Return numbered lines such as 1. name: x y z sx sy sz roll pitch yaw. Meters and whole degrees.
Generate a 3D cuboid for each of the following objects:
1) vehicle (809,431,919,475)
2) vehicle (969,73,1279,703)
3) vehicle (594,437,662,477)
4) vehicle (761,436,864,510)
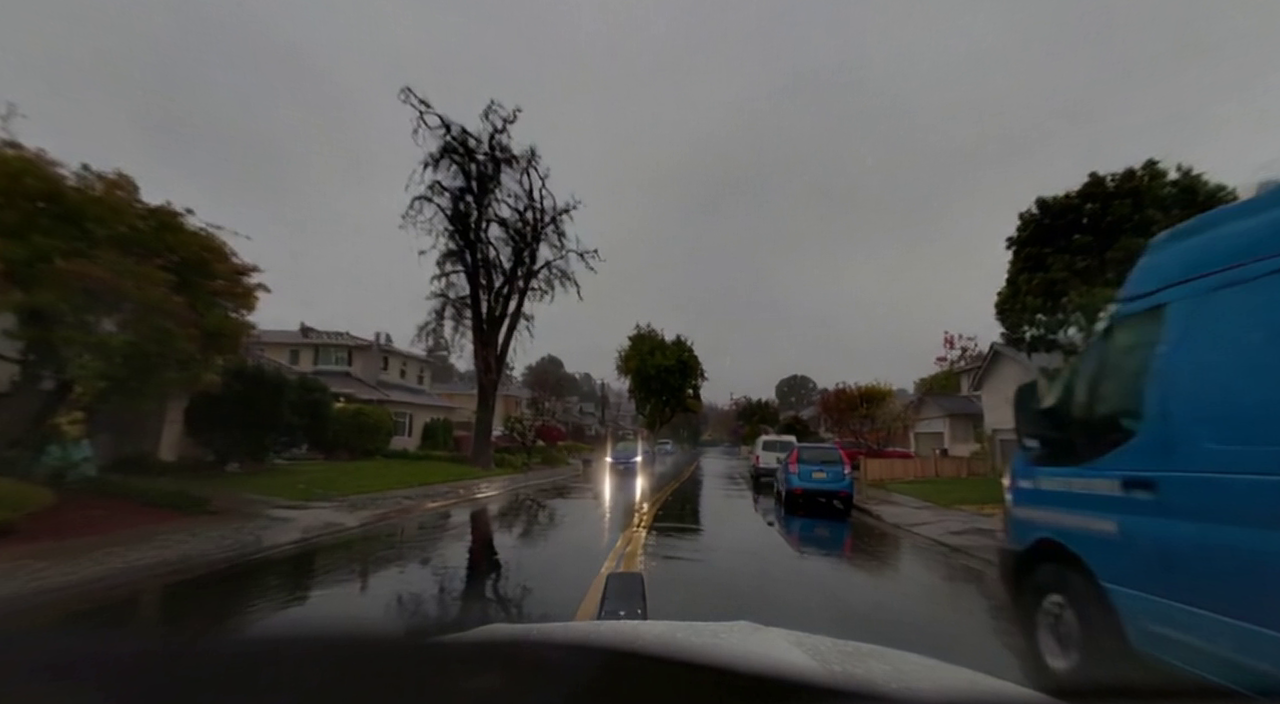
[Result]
1. vehicle: 11.809 5.389 33.685 4.912 1.866 2.359 -5 -9 4
2. vehicle: 3.644 0.205 1.037 2.684 2.712 6.197 1 -8 -2
3. vehicle: -0.445 5.020 30.554 2.278 1.704 5.321 -1 -9 11
4. vehicle: 4.357 3.078 16.607 1.822 1.668 4.147 0 -8 4
